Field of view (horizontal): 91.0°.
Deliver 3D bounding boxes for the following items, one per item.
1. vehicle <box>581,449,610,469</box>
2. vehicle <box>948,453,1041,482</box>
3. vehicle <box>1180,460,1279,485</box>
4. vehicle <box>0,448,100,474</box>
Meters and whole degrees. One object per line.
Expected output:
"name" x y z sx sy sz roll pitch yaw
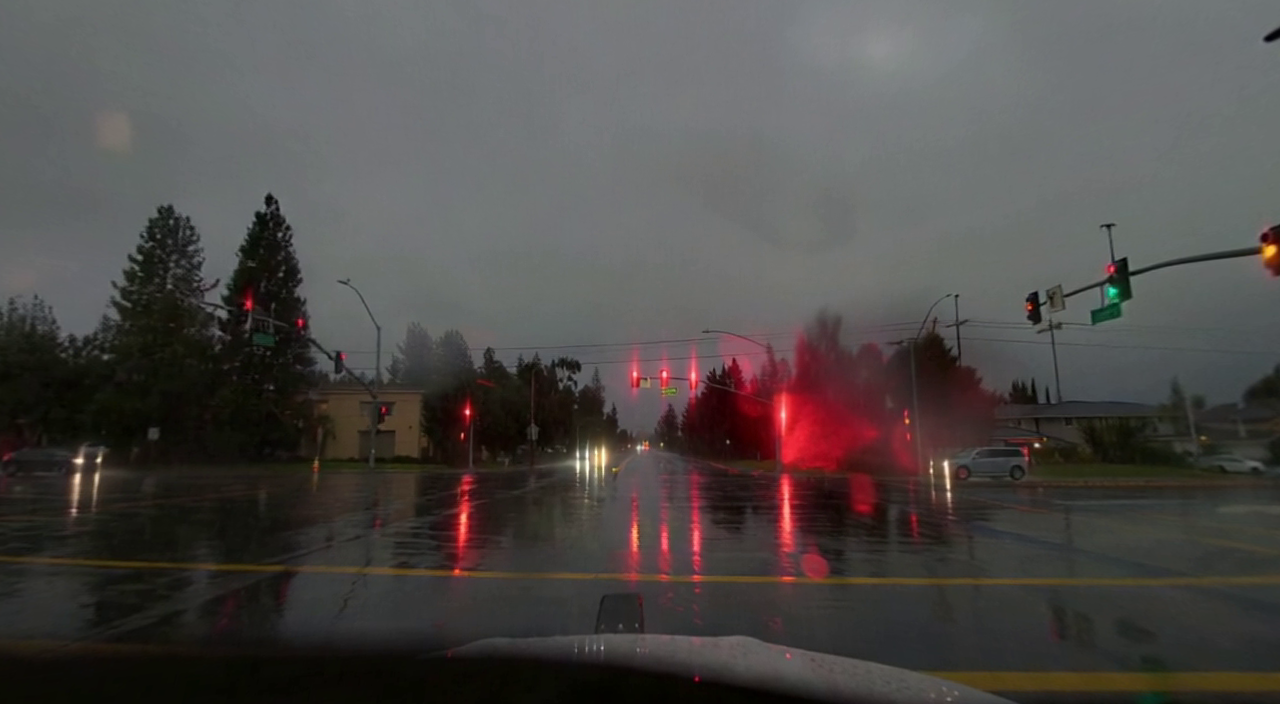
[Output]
"vehicle" -3.456 8.359 49.210 1.908 1.441 4.142 0 -8 1
"vehicle" 21.095 6.880 37.586 4.447 1.623 1.801 0 -9 -3
"vehicle" 36.212 7.317 38.301 4.976 1.428 1.929 0 -9 -2
"vehicle" -35.143 6.420 37.178 4.741 1.447 1.807 0 -9 0
